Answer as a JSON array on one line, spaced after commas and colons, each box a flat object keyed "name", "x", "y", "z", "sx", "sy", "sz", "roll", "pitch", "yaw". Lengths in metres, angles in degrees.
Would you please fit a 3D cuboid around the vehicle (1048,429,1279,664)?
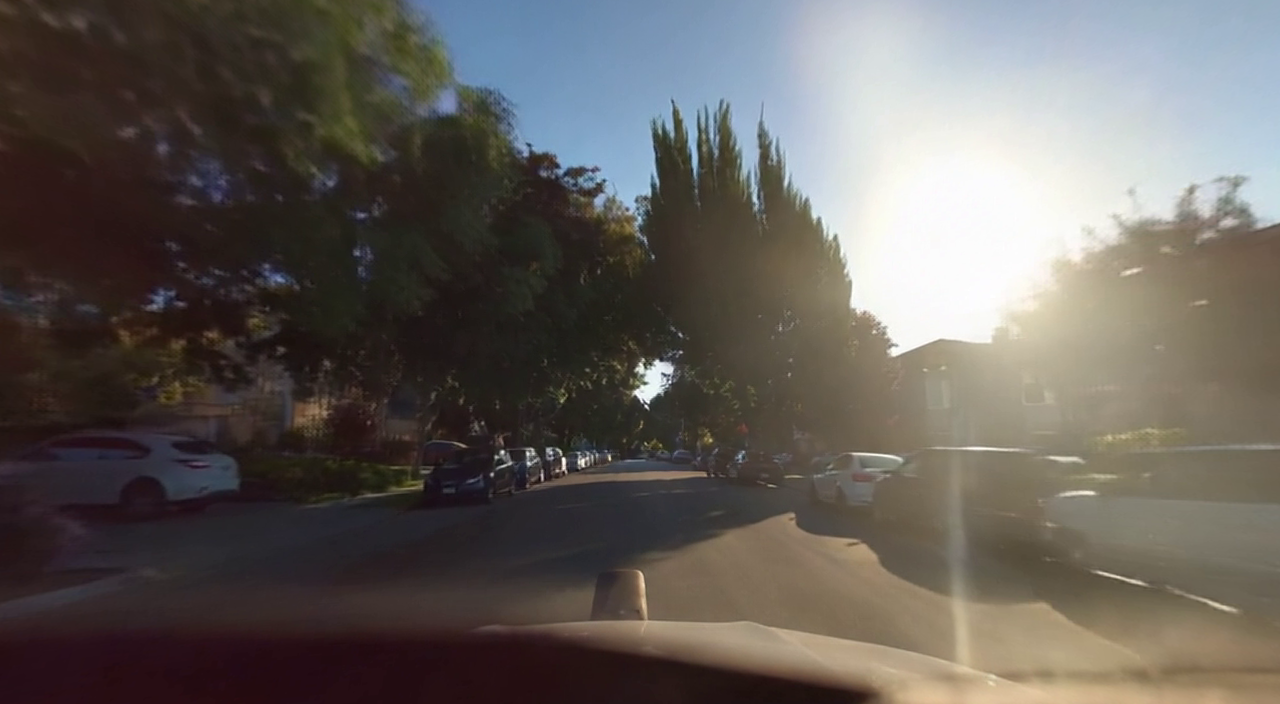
[{"name": "vehicle", "x": 5.251, "y": 1.352, "z": 4.468, "sx": 1.826, "sy": 1.566, "sz": 4.307, "roll": 0, "pitch": -9, "yaw": 0}]

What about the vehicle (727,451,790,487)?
[{"name": "vehicle", "x": 5.190, "y": 5.177, "z": 28.268, "sx": 1.847, "sy": 1.448, "sz": 4.162, "roll": 1, "pitch": -9, "yaw": -3}]

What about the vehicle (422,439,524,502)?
[{"name": "vehicle", "x": -4.649, "y": 3.363, "z": 18.181, "sx": 1.983, "sy": 1.579, "sz": 3.879, "roll": 0, "pitch": -10, "yaw": -2}]

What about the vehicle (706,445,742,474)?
[{"name": "vehicle", "x": 5.626, "y": 7.263, "z": 42.787, "sx": 1.959, "sy": 1.828, "sz": 4.175, "roll": 0, "pitch": -9, "yaw": 1}]

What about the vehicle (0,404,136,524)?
[{"name": "vehicle", "x": -11.130, "y": 1.758, "z": 10.345, "sx": 3.899, "sy": 1.730, "sz": 2.026, "roll": 2, "pitch": -10, "yaw": 1}]

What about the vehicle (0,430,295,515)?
[{"name": "vehicle", "x": -9.909, "y": 2.460, "z": 12.938, "sx": 4.521, "sy": 1.562, "sz": 1.990, "roll": -1, "pitch": -10, "yaw": 4}]

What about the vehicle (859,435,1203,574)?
[{"name": "vehicle", "x": 5.339, "y": 2.111, "z": 9.724, "sx": 2.063, "sy": 1.573, "sz": 4.900, "roll": 0, "pitch": -9, "yaw": -1}]

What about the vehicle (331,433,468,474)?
[{"name": "vehicle", "x": -11.575, "y": 4.918, "z": 30.748, "sx": 5.755, "sy": 1.869, "sz": 2.194, "roll": 0, "pitch": -7, "yaw": -1}]

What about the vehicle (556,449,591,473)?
[{"name": "vehicle", "x": -4.374, "y": 7.252, "z": 42.230, "sx": 1.973, "sy": 1.454, "sz": 4.559, "roll": 0, "pitch": -8, "yaw": -1}]
